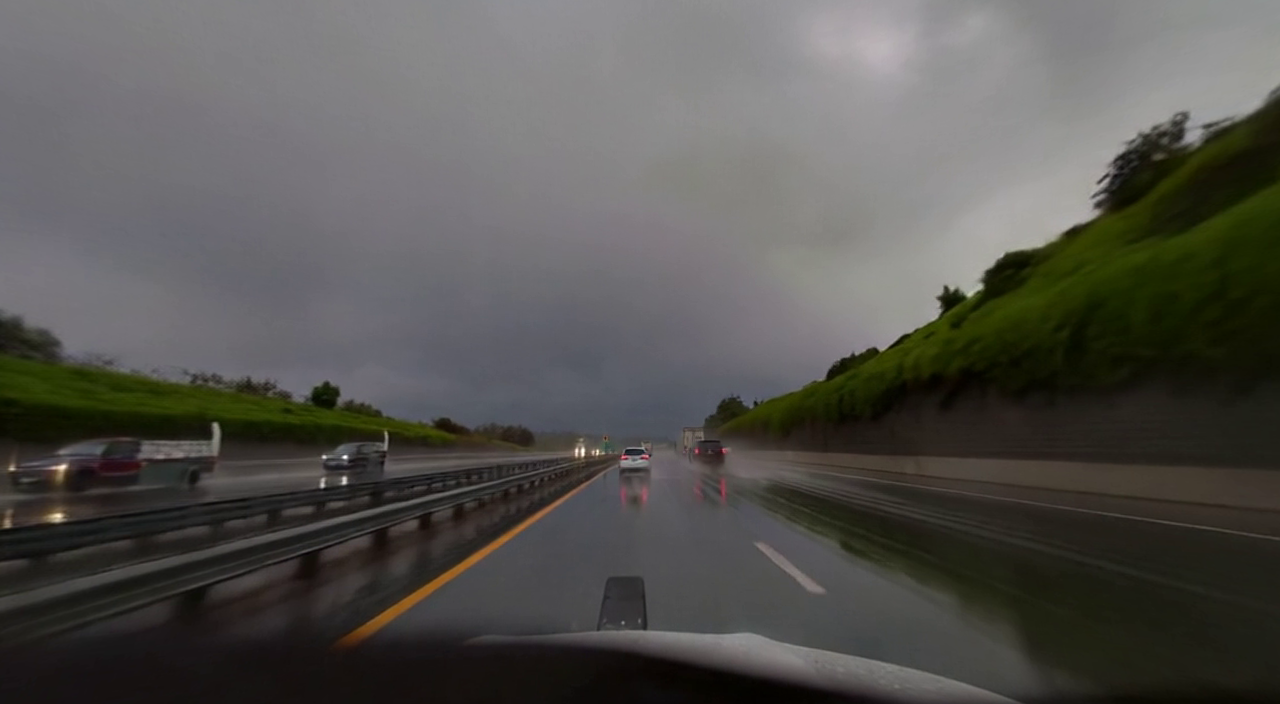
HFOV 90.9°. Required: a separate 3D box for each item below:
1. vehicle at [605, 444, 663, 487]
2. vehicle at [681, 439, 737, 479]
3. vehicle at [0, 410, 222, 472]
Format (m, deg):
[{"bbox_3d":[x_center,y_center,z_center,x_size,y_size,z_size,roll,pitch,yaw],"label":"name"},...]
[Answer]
[{"bbox_3d":[-0.211,4.127,23.121,1.970,1.441,3.846,0,-9,0],"label":"vehicle"},{"bbox_3d":[3.134,4.981,29.503,2.048,1.704,4.284,0,-9,-1],"label":"vehicle"},{"bbox_3d":[-35.823,6.294,43.725,2.892,3.450,16.147,0,-9,-1],"label":"vehicle"}]
